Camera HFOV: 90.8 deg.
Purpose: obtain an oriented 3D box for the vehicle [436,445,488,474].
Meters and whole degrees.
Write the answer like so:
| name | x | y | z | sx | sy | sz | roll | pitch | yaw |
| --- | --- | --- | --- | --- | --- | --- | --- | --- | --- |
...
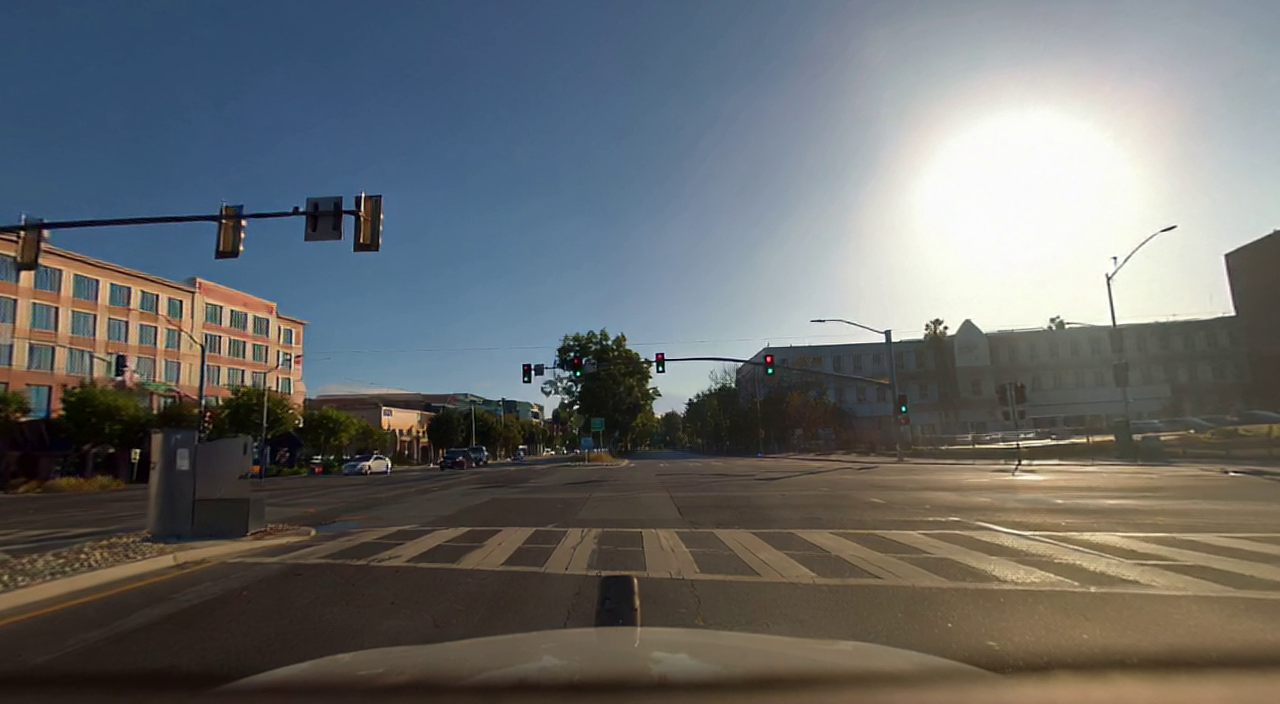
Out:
| name | x | y | z | sx | sy | sz | roll | pitch | yaw |
| --- | --- | --- | --- | --- | --- | --- | --- | --- | --- |
| vehicle | -12.183 | 7.383 | 43.641 | 2.151 | 1.847 | 4.634 | 0 | -9 | 1 |

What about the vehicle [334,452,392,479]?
| name | x | y | z | sx | sy | sz | roll | pitch | yaw |
| --- | --- | --- | --- | --- | --- | --- | --- | --- | --- |
| vehicle | -18.849 | 7.737 | 43.214 | 1.933 | 1.664 | 4.255 | 0 | -9 | 1 |
